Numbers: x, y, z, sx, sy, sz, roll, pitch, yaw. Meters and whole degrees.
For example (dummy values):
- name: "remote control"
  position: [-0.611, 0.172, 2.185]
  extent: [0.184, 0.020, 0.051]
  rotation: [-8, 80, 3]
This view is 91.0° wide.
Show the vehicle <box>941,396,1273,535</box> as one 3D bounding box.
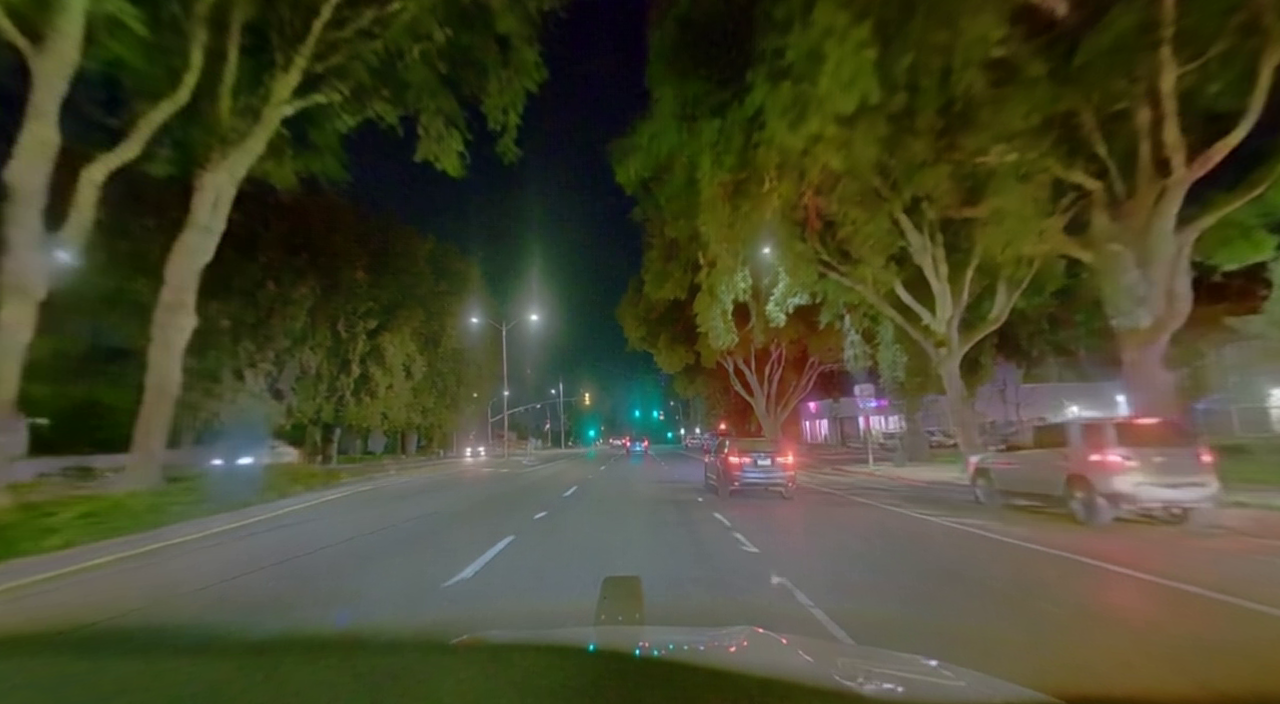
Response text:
- name: "vehicle"
  position: [7.469, 1.879, 10.971]
  extent: [2.047, 1.852, 4.861]
  rotation: [0, -8, 0]

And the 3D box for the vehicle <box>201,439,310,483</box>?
- name: "vehicle"
  position: [-15.648, 4.432, 25.926]
  extent: [1.885, 1.633, 4.265]
  rotation: [1, -8, -2]

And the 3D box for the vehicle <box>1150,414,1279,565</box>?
- name: "vehicle"
  position: [7.564, 1.308, 5.750]
  extent: [1.886, 1.534, 4.464]
  rotation: [1, -8, -3]

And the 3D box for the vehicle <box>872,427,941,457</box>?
- name: "vehicle"
  position: [17.399, 5.934, 41.386]
  extent: [2.131, 1.782, 5.183]
  rotation: [0, -8, -2]

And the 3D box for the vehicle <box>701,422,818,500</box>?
- name: "vehicle"
  position: [2.779, 2.651, 15.645]
  extent: [2.022, 1.656, 4.025]
  rotation: [0, -8, -1]
